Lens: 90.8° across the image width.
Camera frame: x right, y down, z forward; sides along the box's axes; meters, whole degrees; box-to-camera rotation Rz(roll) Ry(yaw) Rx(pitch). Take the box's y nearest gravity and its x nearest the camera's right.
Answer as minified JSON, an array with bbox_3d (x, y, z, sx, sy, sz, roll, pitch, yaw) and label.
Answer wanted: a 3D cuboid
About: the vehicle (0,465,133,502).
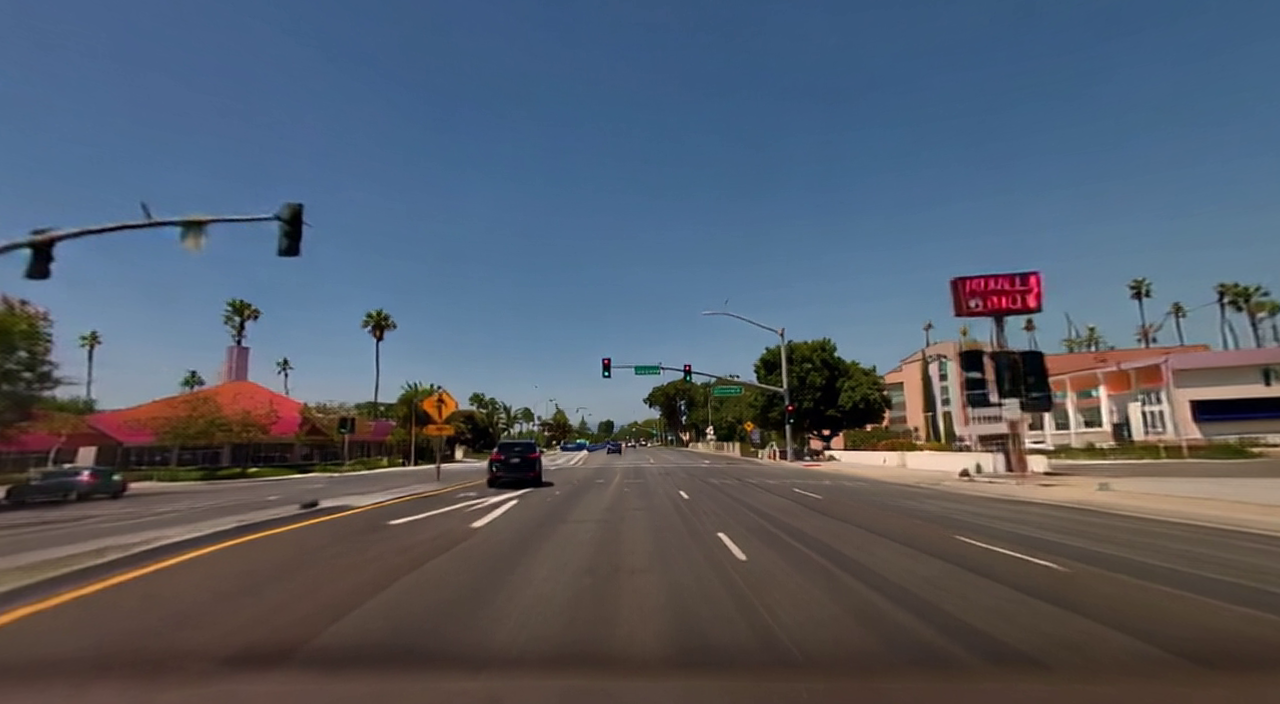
[{"bbox_3d":[-25.163,5.631,27.204,4.854,1.406,2.060,0,-8,0],"label":"vehicle"}]

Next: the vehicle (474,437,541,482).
[{"bbox_3d":[-5.333,4.217,25.081,1.990,1.639,3.885,3,-9,-21],"label":"vehicle"}]
